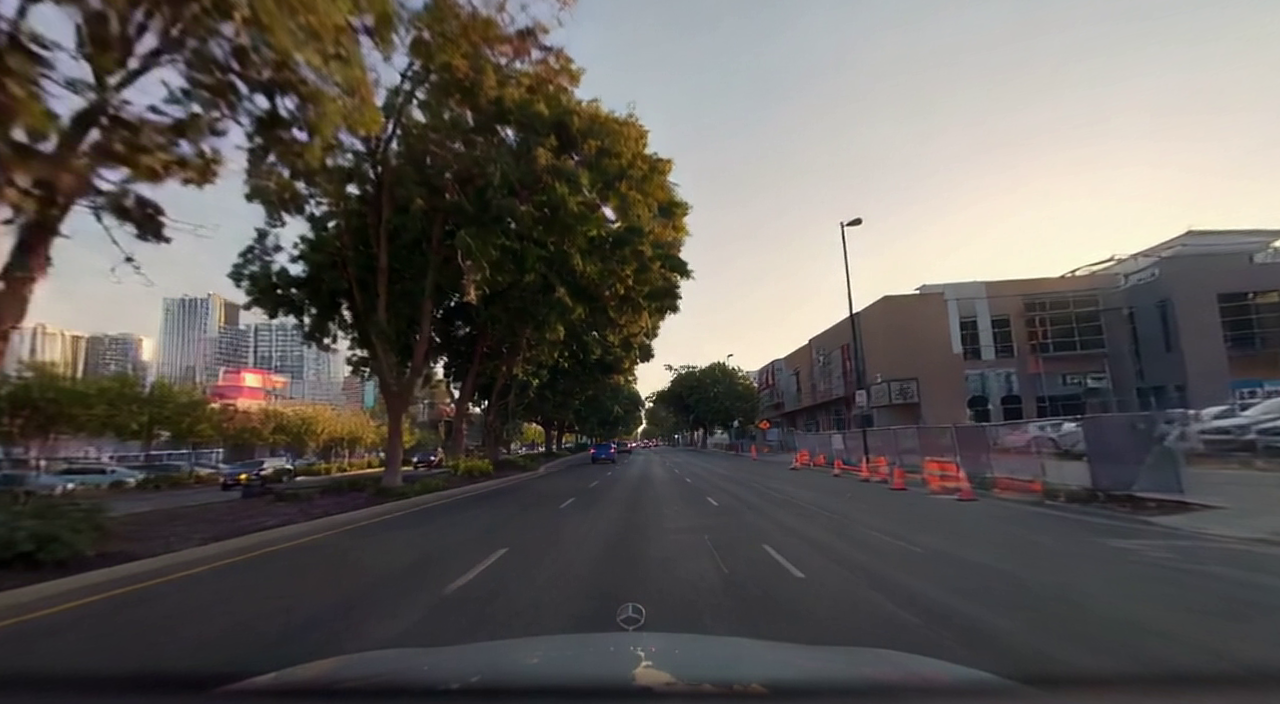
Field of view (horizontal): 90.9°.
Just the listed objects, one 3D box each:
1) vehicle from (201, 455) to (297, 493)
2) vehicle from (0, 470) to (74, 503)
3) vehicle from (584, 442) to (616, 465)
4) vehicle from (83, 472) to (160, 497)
[{"bbox_3d":[-21.879,6.821,35.542,2.262,1.703,4.728,-5,-9,3],"label":"vehicle"},{"bbox_3d":[-33.373,7.190,33.461,4.764,1.448,1.876,-3,-8,-3],"label":"vehicle"},{"bbox_3d":[-2.683,6.929,43.255,1.926,1.442,4.231,0,-8,0],"label":"vehicle"},{"bbox_3d":[-32.991,8.412,40.129,3.576,1.407,1.583,-1,-8,3],"label":"vehicle"}]
